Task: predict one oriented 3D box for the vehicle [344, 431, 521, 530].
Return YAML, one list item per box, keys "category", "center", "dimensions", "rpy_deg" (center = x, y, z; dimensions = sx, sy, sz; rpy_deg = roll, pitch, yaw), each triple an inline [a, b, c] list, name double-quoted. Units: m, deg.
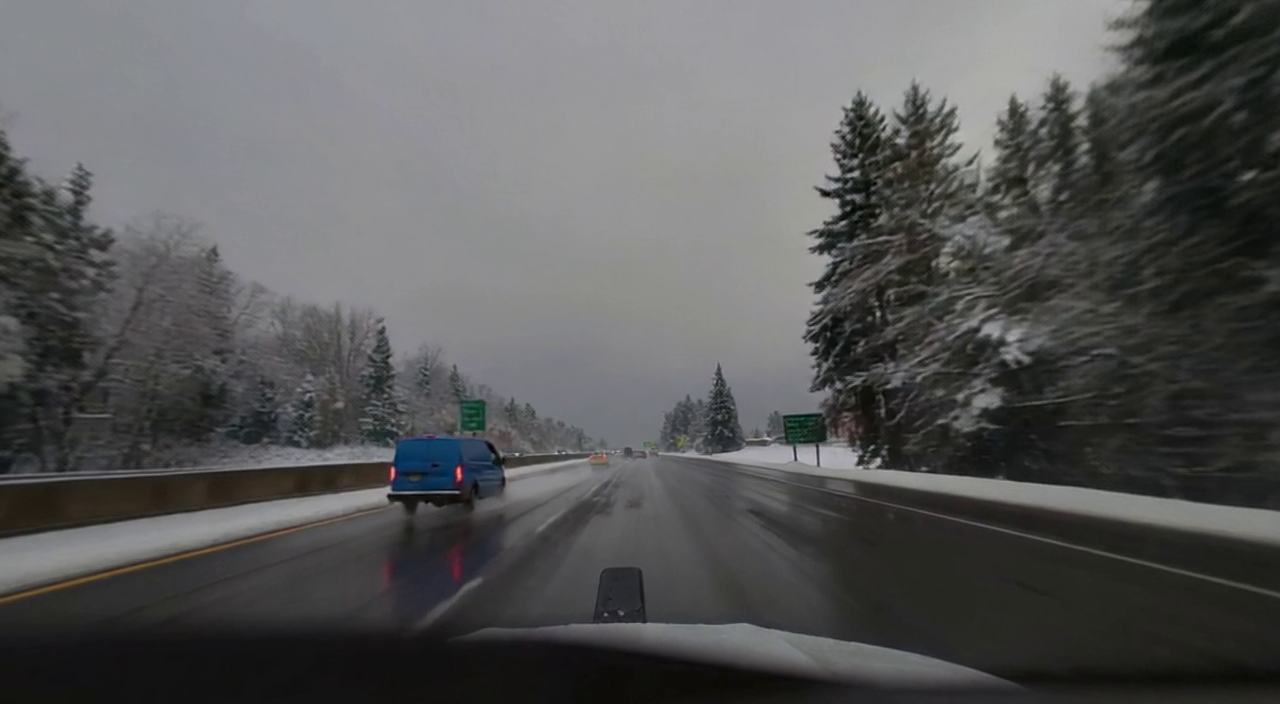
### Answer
- category: "vehicle"
  center: [-3.664, 2.345, 12.013]
  dimensions: [1.965, 1.556, 3.971]
  rpy_deg: [0, -9, 1]
